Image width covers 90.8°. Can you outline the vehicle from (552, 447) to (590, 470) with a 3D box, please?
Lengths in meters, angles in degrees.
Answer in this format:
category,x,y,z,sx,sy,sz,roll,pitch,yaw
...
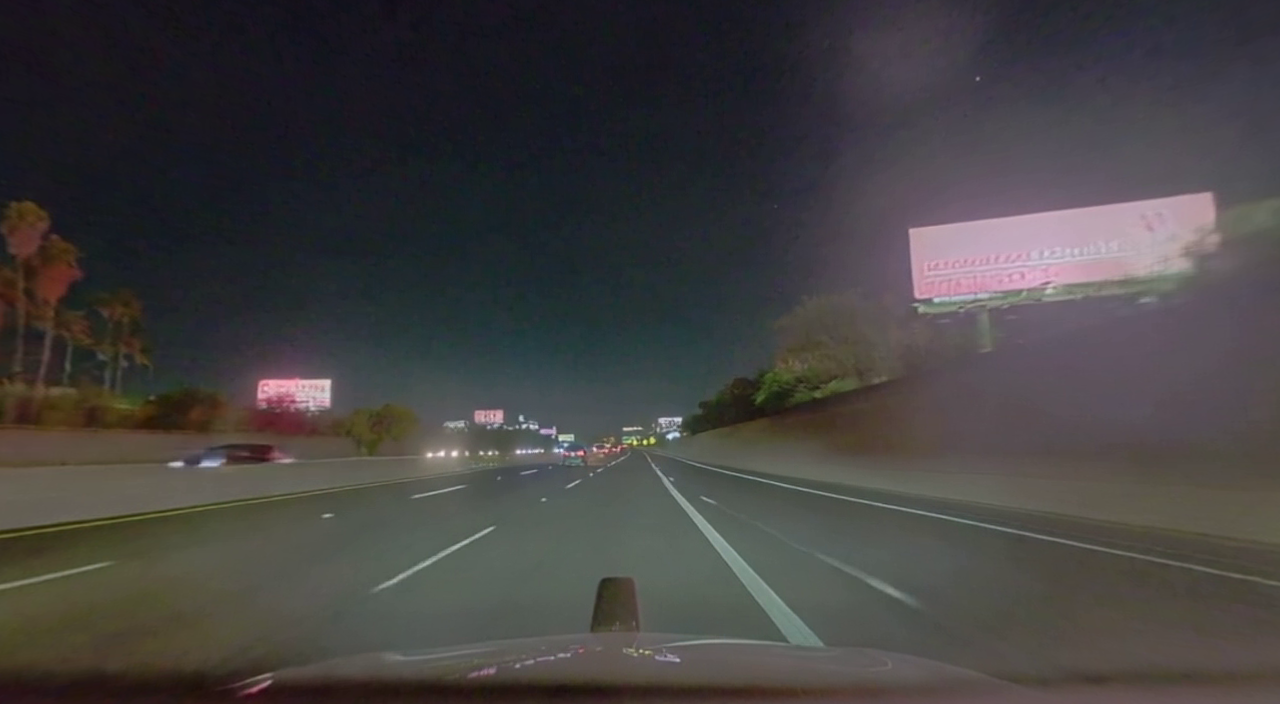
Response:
category,x,y,z,sx,sy,sz,roll,pitch,yaw
vehicle,-4.617,7.179,42.923,2.078,1.457,4.648,0,-8,0

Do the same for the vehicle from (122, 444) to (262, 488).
category,x,y,z,sx,sy,sz,roll,pitch,yaw
vehicle,-18.552,4.689,26.539,2.273,1.652,4.927,0,-8,0
